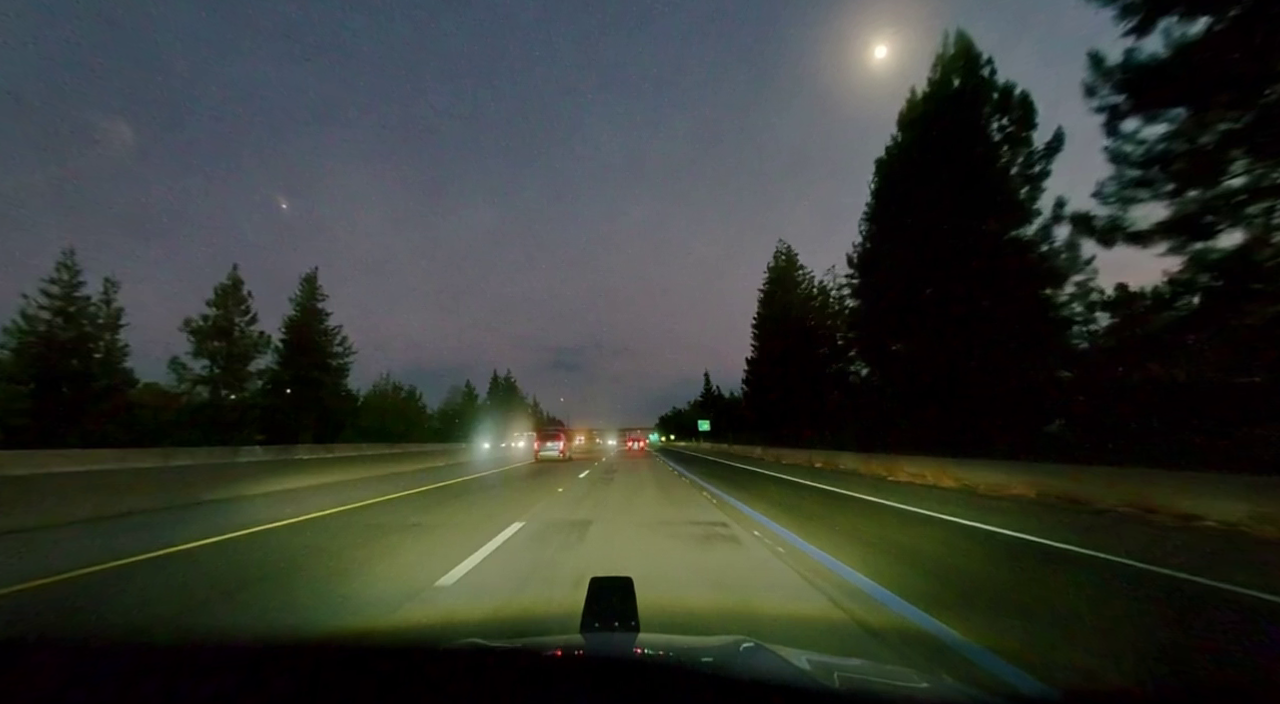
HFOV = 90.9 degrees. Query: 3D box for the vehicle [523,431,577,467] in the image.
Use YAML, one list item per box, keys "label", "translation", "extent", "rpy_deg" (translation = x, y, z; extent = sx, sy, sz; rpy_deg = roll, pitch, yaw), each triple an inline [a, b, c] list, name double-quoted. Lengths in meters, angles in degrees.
- label: "vehicle"
  translation: [-4.248, 4.634, 30.338]
  extent: [2.003, 1.626, 4.256]
  rpy_deg: [0, -8, 0]
